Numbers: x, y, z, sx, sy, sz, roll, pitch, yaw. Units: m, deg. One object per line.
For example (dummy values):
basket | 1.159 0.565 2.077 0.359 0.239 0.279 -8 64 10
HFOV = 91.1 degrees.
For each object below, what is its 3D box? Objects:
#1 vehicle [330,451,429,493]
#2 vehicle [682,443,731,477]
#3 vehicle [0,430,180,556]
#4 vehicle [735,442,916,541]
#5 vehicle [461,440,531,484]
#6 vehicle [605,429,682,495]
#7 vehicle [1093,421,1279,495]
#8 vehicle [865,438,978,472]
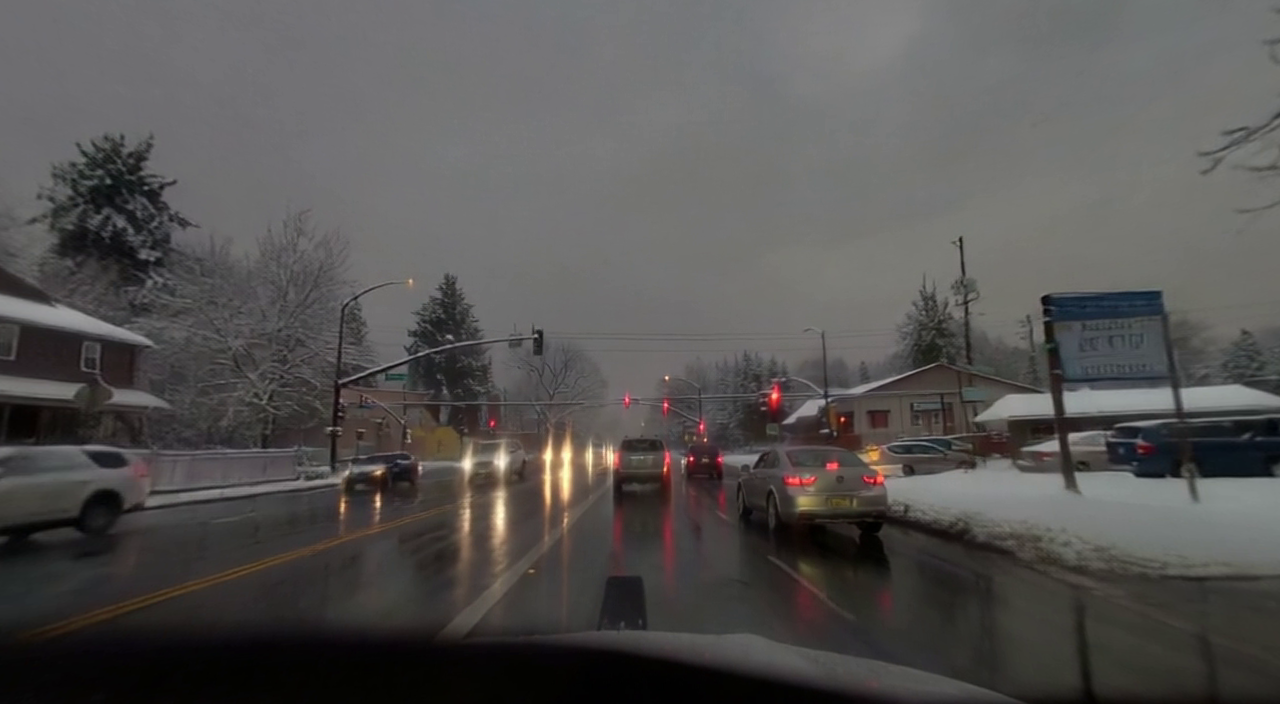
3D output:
vehicle | -10.007 4.615 24.557 1.962 1.458 4.505 0 -8 0
vehicle | 3.584 5.908 34.592 2.138 1.729 4.178 0 -8 -1
vehicle | -10.172 2.159 9.930 2.161 1.764 4.725 0 -8 0
vehicle | 3.154 2.455 11.790 1.900 1.478 4.425 0 -8 -2
vehicle | -6.416 4.944 28.526 2.092 1.802 4.270 0 -8 1
vehicle | 0.093 3.610 20.917 2.296 1.947 4.168 0 -8 0
vehicle | 13.685 2.447 14.672 4.648 1.583 2.018 0 -9 -3
vehicle | 13.675 5.024 30.745 4.507 1.610 2.045 0 -9 0
